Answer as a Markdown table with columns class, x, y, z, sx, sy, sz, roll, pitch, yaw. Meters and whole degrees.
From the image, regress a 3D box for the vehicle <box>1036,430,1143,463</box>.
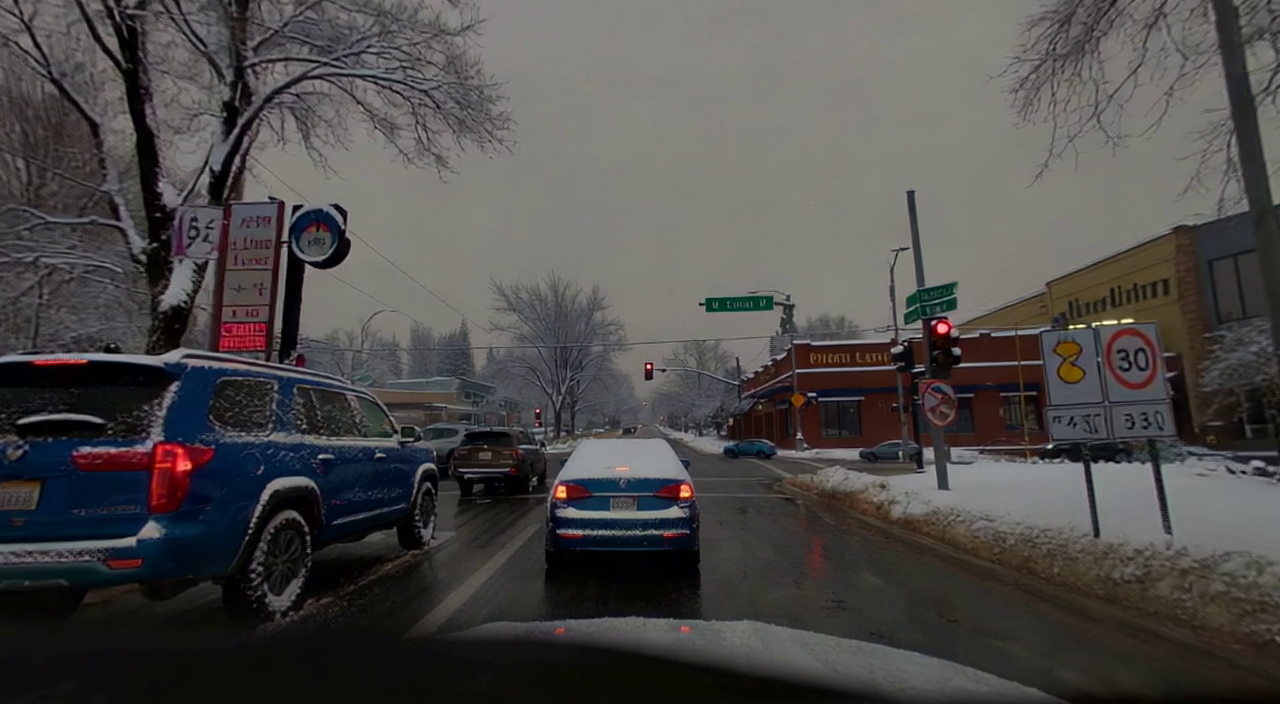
| class | x | y | z | sx | sy | sz | roll | pitch | yaw |
| --- | --- | --- | --- | --- | --- | --- | --- | --- | --- |
| vehicle | 24.455 | 5.181 | 34.326 | 4.116 | 1.719 | 2.069 | -2 | -9 | 13 |

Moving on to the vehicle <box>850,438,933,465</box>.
| class | x | y | z | sx | sy | sz | roll | pitch | yaw |
| --- | --- | --- | --- | --- | --- | --- | --- | --- | --- |
| vehicle | 14.224 | 5.671 | 35.704 | 3.924 | 1.447 | 2.039 | -2 | -9 | 9 |

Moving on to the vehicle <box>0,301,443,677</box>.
| class | x | y | z | sx | sy | sz | roll | pitch | yaw |
| --- | --- | --- | --- | --- | --- | --- | --- | --- | --- |
| vehicle | -3.831 | 1.120 | 6.124 | 2.152 | 2.118 | 5.066 | 0 | -8 | 0 |

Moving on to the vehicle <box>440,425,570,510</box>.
| class | x | y | z | sx | sy | sz | roll | pitch | yaw |
| --- | --- | --- | --- | --- | --- | --- | --- | --- | --- |
| vehicle | -2.927 | 2.603 | 14.611 | 2.047 | 1.664 | 4.148 | 0 | -8 | 1 |

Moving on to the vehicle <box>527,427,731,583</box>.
| class | x | y | z | sx | sy | sz | roll | pitch | yaw |
| --- | --- | --- | --- | --- | --- | --- | --- | --- | --- |
| vehicle | -0.147 | 1.784 | 8.198 | 1.966 | 1.481 | 4.146 | 0 | -8 | -1 |
